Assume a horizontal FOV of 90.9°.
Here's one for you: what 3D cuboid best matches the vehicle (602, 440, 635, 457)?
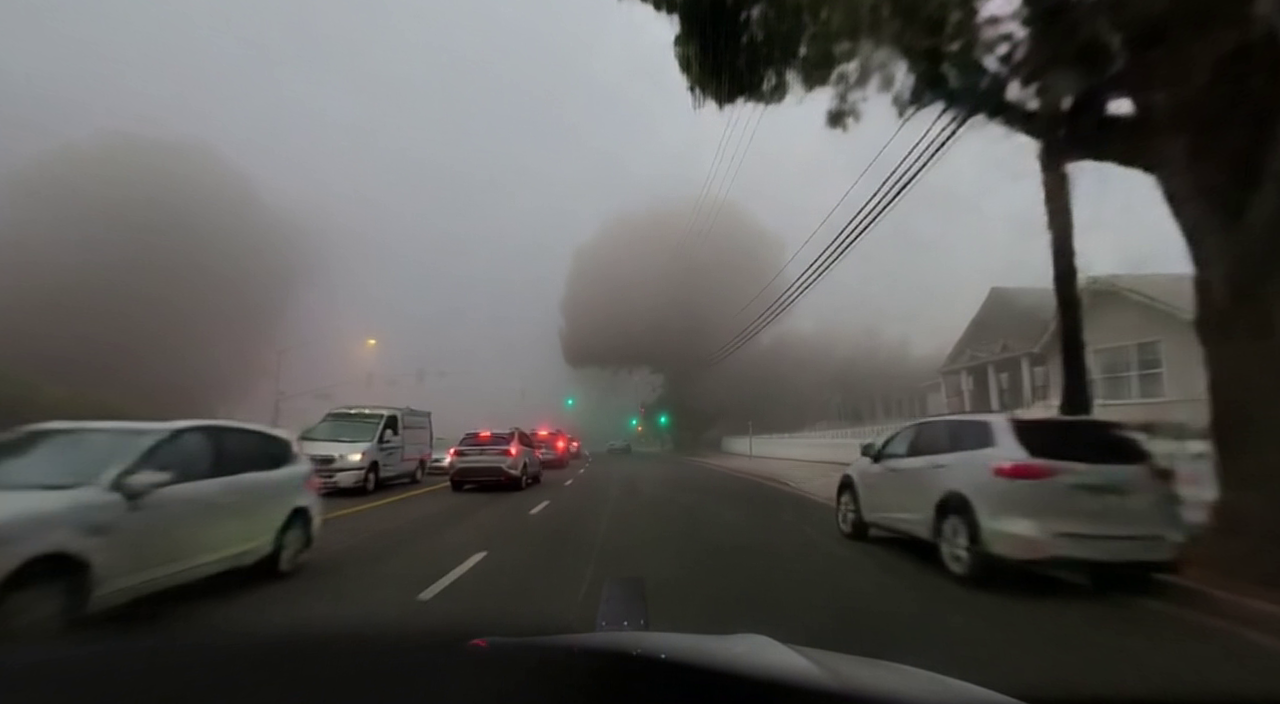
[{"bbox_3d":[-1.685,7.347,48.241,2.131,1.222,3.868,1,-8,-7],"label":"vehicle"}]

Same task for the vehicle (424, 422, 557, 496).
[{"bbox_3d":[-3.602,2.679,16.204,2.181,1.636,4.504,0,-8,2],"label":"vehicle"}]

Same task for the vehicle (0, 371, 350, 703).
[{"bbox_3d":[-4.033,1.052,4.186,2.051,1.572,4.207,0,-8,2],"label":"vehicle"}]

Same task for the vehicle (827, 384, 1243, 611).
[{"bbox_3d":[3.709,1.425,7.102,1.801,1.746,4.325,0,-8,-1],"label":"vehicle"}]
